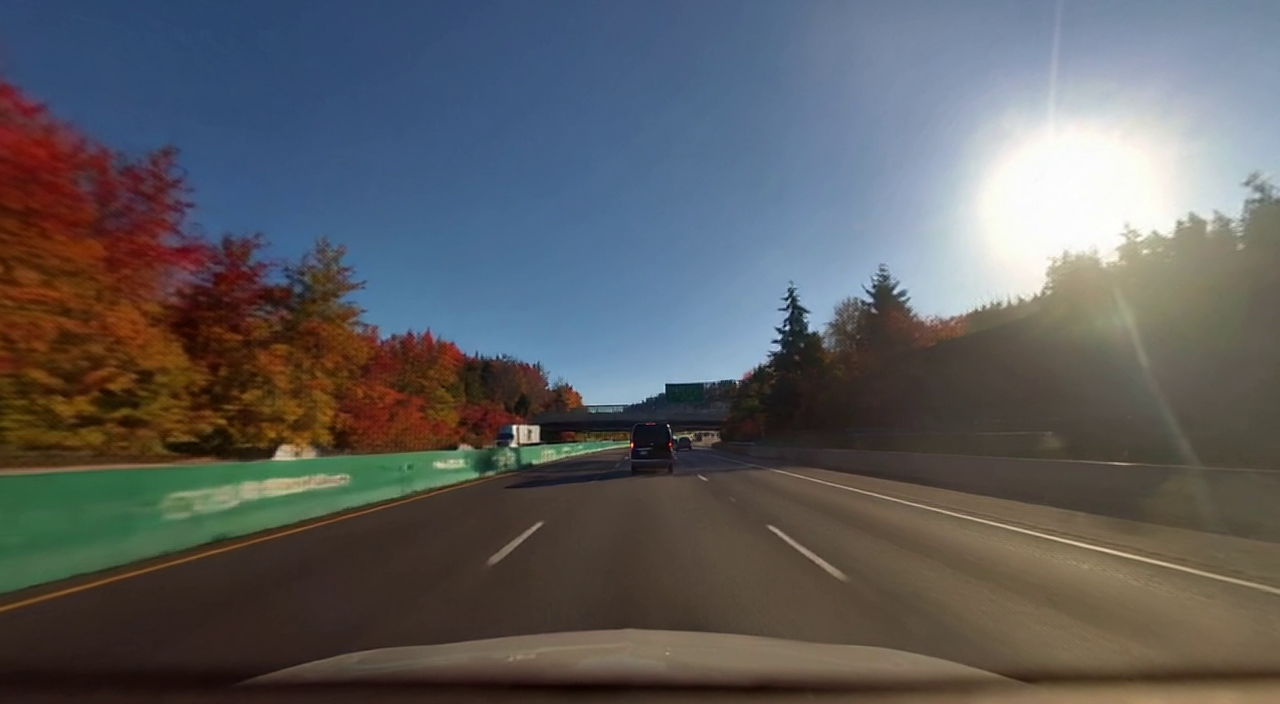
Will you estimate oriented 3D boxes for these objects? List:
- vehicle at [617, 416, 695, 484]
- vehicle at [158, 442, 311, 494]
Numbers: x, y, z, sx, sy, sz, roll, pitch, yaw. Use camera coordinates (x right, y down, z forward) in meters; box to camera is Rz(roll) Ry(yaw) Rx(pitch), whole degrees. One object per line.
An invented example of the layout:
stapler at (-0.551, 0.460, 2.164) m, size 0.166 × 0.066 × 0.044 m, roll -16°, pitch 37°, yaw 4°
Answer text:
vehicle at (0.484, 3.196, 20.668) m, size 2.283 × 1.956 × 4.421 m, roll 0°, pitch -8°, yaw 0°
vehicle at (-12.936, 3.693, 20.464) m, size 2.107 × 1.507 × 4.206 m, roll 0°, pitch -8°, yaw 1°
